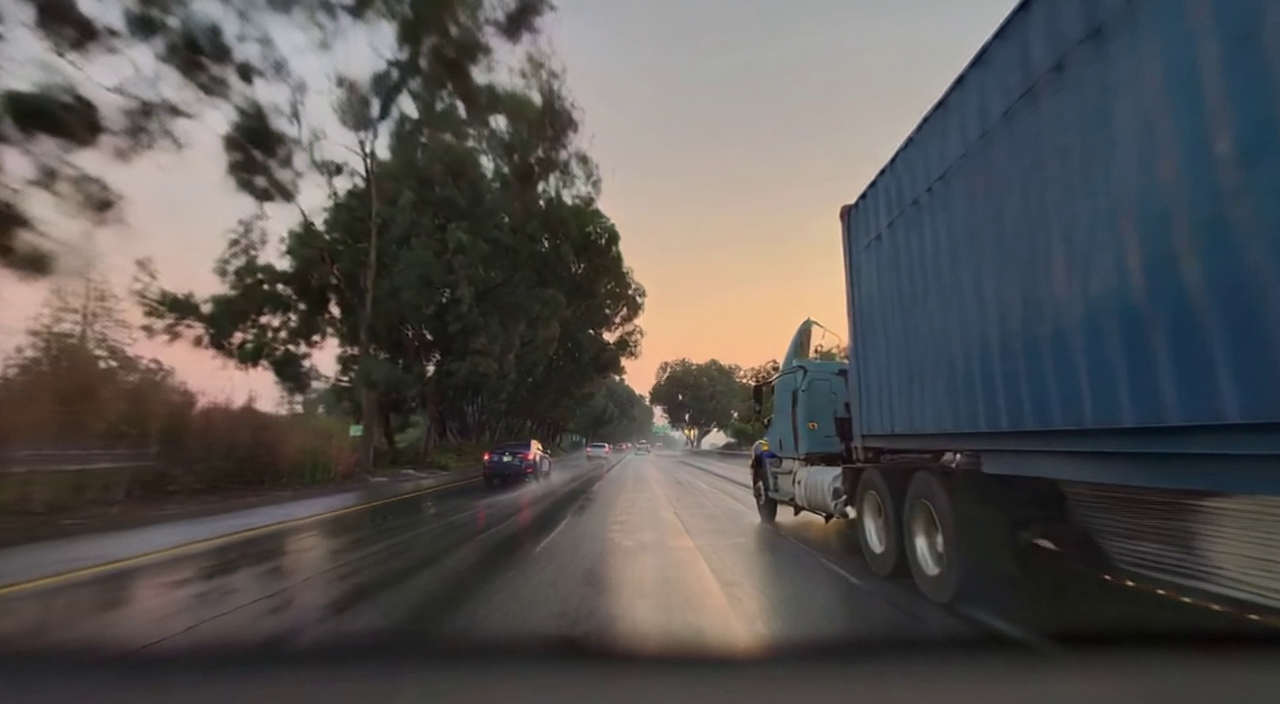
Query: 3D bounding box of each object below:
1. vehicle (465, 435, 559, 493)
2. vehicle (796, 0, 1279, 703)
[{"bbox_3d":[-3.713,3.333,19.043,1.954,1.528,4.010,0,-9,1],"label":"vehicle"},{"bbox_3d":[3.920,-0.193,3.348,2.893,3.992,13.605,0,-8,1],"label":"vehicle"}]
